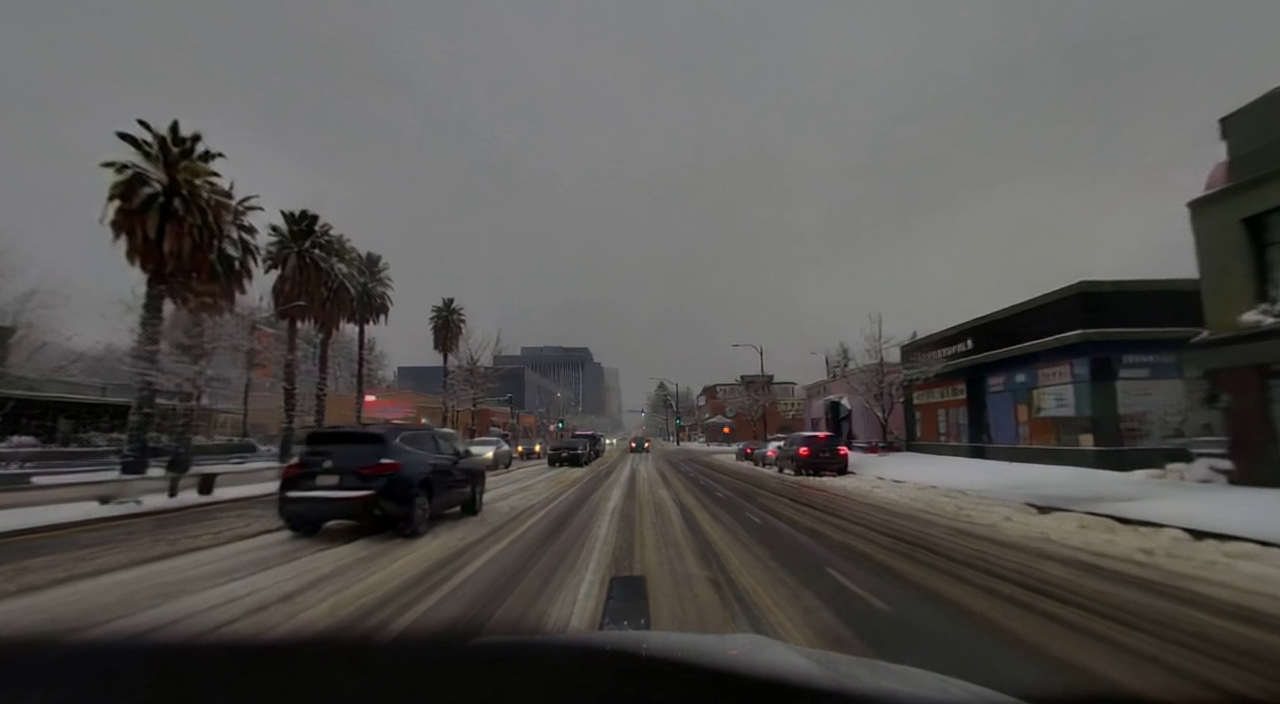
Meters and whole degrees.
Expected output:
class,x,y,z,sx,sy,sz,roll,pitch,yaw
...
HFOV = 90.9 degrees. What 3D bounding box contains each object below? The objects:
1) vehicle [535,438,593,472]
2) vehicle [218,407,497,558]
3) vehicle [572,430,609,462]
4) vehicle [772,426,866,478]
class,x,y,z,sx,sy,sz,roll,pitch,yaw
vehicle,-3.458,4.798,29.646,2.044,1.462,4.624,0,-8,1
vehicle,-3.573,1.741,9.027,2.024,1.636,4.121,0,-8,1
vehicle,-3.216,6.249,41.907,2.158,2.040,4.511,0,-8,0
vehicle,7.431,4.245,26.947,2.256,1.936,5.838,0,-8,0
